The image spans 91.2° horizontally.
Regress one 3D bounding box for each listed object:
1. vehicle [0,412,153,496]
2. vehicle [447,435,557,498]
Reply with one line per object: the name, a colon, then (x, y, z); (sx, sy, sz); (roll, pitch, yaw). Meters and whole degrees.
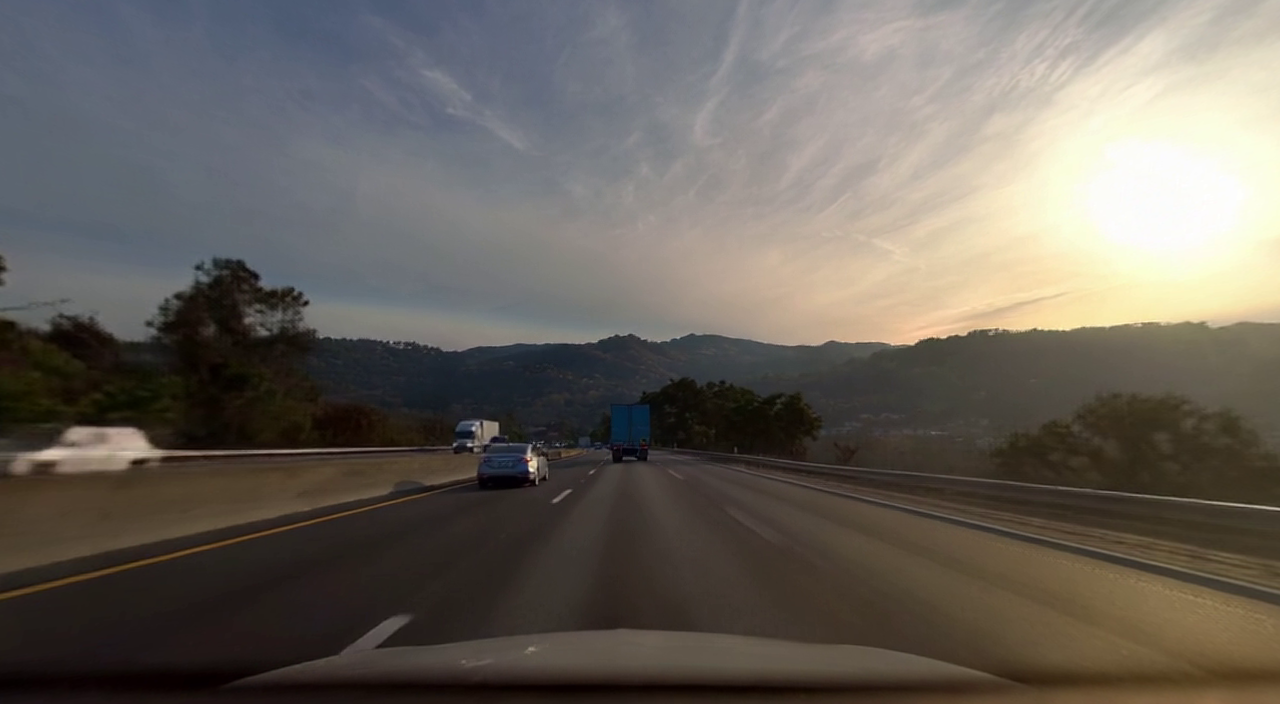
vehicle: (-13.547, 2.261, 13.916); (1.983, 1.629, 4.311); (0, -9, 0)
vehicle: (-3.682, 3.149, 17.644); (2.057, 1.519, 4.372); (0, -9, 1)
